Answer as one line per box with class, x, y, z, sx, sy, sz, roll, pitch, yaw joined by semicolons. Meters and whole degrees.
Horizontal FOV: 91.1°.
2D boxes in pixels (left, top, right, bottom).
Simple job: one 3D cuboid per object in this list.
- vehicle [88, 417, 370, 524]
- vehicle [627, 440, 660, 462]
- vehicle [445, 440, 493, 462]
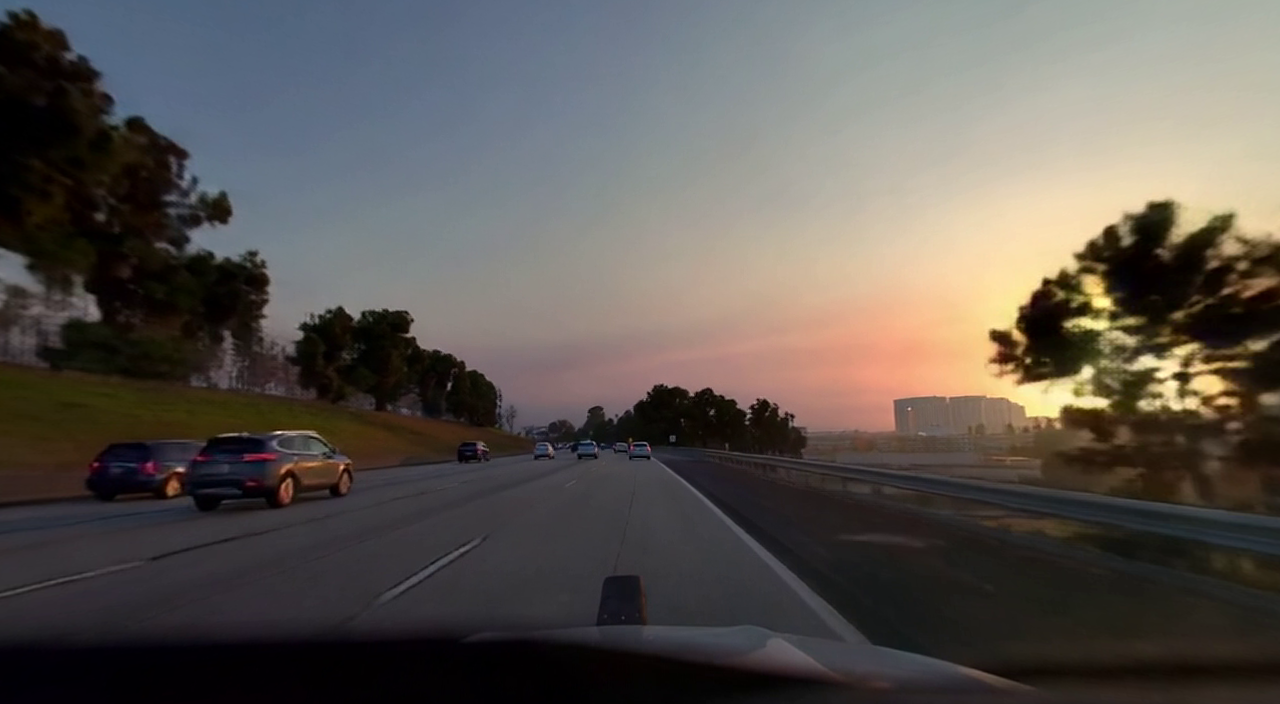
vehicle;-7.729;2.269;12.679;2.238;1.712;5.000;0;-8;1
vehicle;0.198;6.797;43.275;2.060;1.465;3.974;0;-8;-2
vehicle;-11.992;6.960;44.246;2.056;1.489;4.852;0;-8;-1
